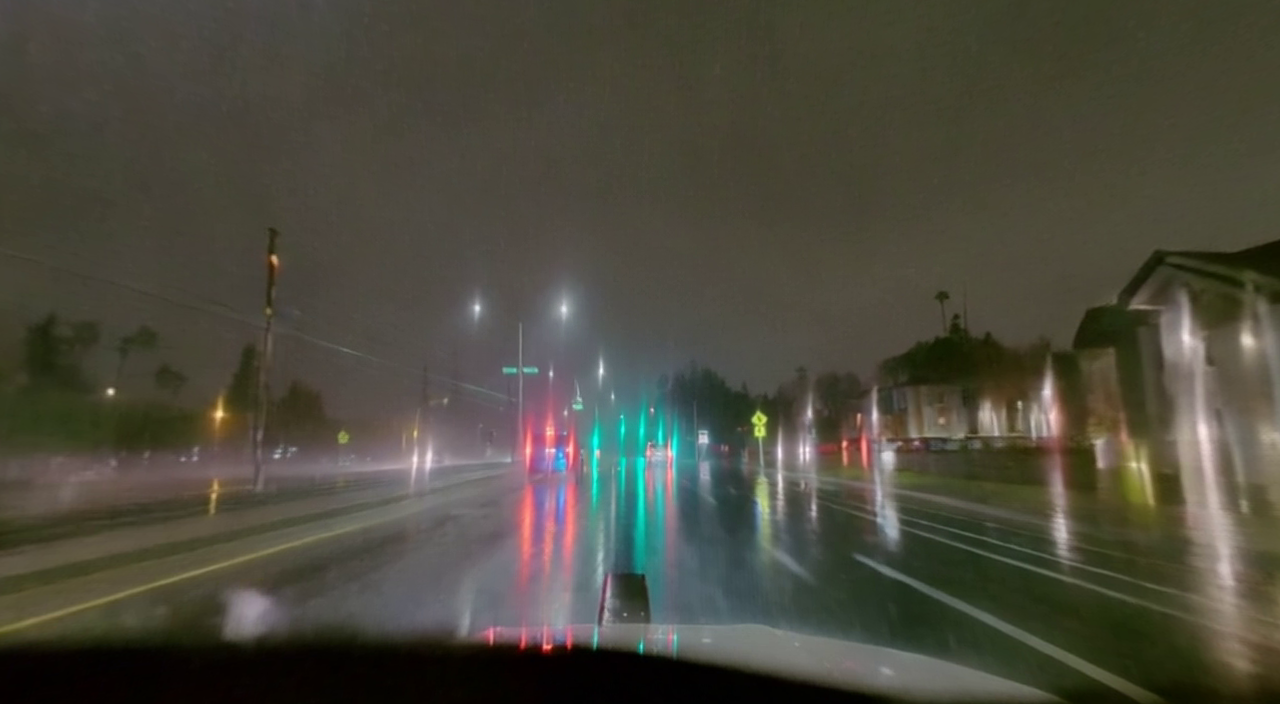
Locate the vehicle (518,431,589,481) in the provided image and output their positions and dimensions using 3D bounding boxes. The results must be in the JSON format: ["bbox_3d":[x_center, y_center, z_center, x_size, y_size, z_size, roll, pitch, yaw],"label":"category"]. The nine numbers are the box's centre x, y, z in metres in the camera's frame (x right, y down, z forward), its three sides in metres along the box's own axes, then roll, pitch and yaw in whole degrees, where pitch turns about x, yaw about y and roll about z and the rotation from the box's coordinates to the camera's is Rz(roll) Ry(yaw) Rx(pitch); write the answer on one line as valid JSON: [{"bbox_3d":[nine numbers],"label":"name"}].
[{"bbox_3d":[-3.346,4.135,25.313,2.150,1.812,4.423,0,-8,1],"label":"vehicle"}]
